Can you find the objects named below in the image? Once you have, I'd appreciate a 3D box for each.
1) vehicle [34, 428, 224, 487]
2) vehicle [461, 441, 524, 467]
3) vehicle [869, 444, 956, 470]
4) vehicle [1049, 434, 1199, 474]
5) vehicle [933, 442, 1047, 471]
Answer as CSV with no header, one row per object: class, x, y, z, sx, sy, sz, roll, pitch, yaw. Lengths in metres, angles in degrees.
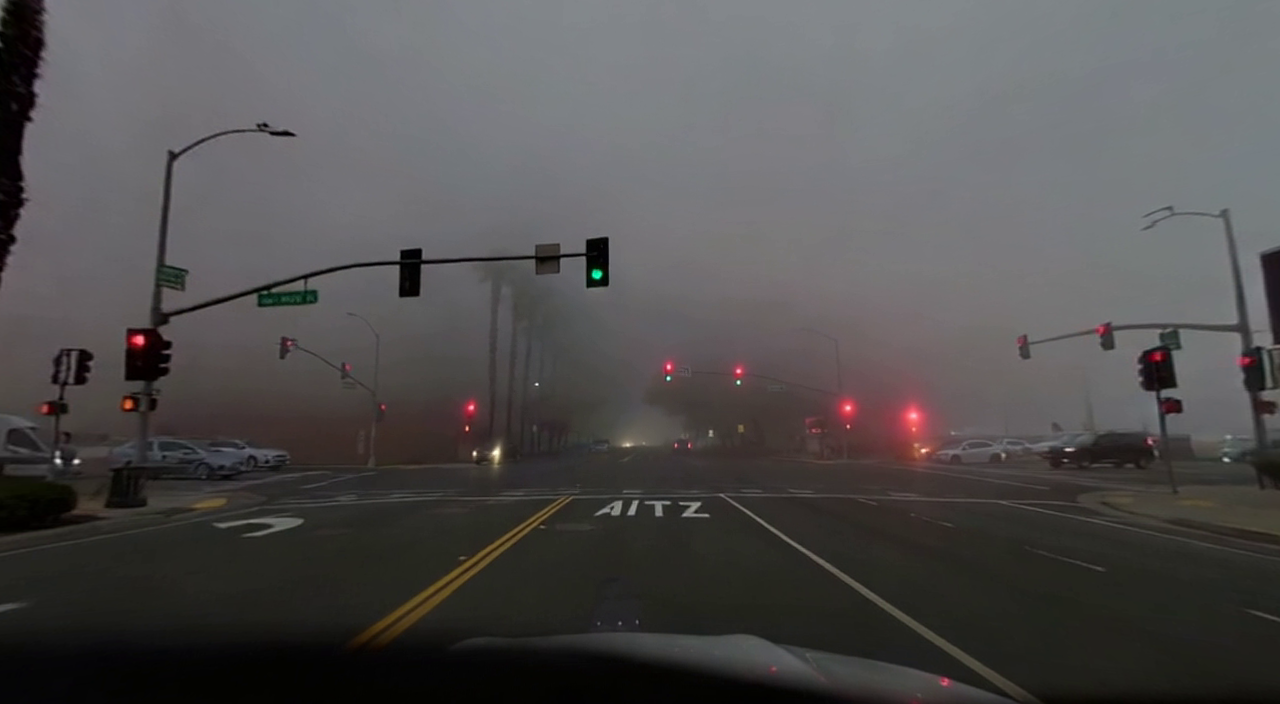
vehicle,-18.611,3.848,23.133,4.901,2.064,2.296,0,-8,0
vehicle,-10.242,7.126,44.084,2.045,1.699,4.563,-3,-9,20
vehicle,16.618,6.402,38.512,4.451,1.494,1.857,-1,-9,5
vehicle,23.353,4.934,30.516,5.509,1.873,2.123,0,-8,-2
vehicle,18.874,5.674,34.125,4.977,1.508,1.948,0,-8,0
